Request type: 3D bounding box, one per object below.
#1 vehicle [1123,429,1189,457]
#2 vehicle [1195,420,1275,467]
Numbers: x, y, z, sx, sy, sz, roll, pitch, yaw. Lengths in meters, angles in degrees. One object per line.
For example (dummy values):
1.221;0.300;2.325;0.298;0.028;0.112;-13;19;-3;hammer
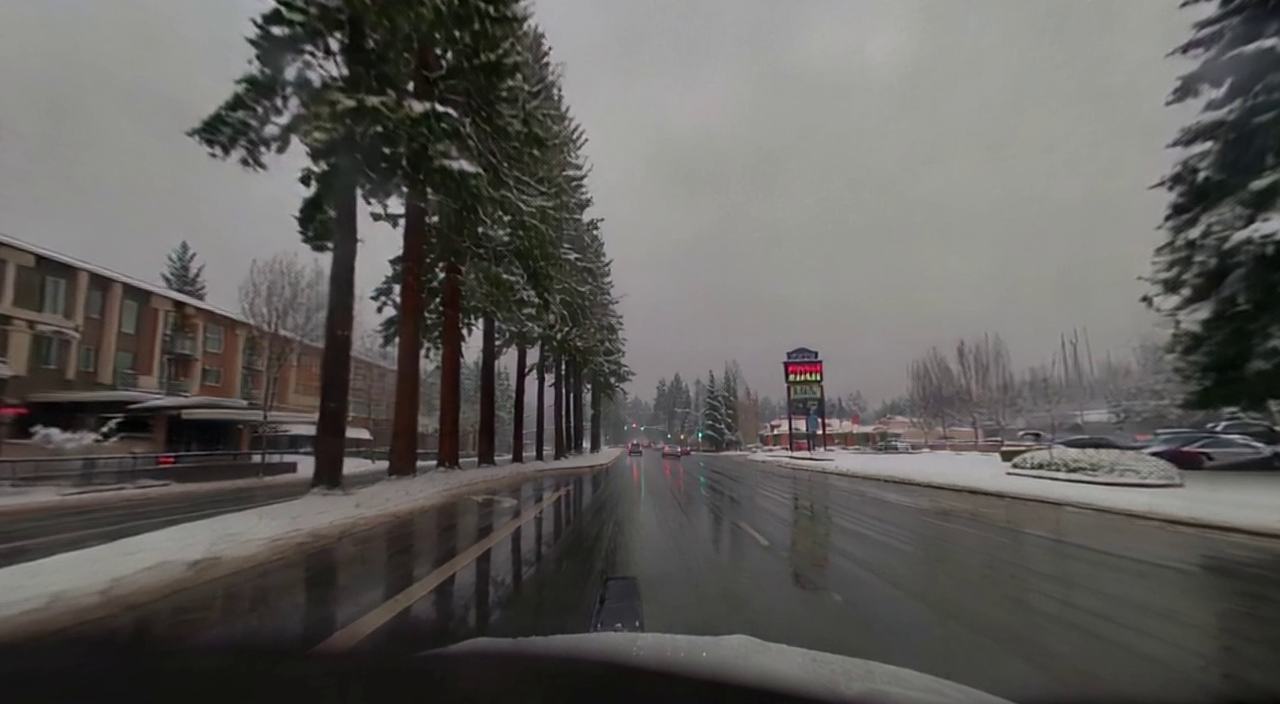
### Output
31.814;5.633;39.091;2.133;1.584;4.842;-5;-9;28;vehicle
31.801;4.866;33.959;2.229;2.281;5.488;-4;-9;35;vehicle
